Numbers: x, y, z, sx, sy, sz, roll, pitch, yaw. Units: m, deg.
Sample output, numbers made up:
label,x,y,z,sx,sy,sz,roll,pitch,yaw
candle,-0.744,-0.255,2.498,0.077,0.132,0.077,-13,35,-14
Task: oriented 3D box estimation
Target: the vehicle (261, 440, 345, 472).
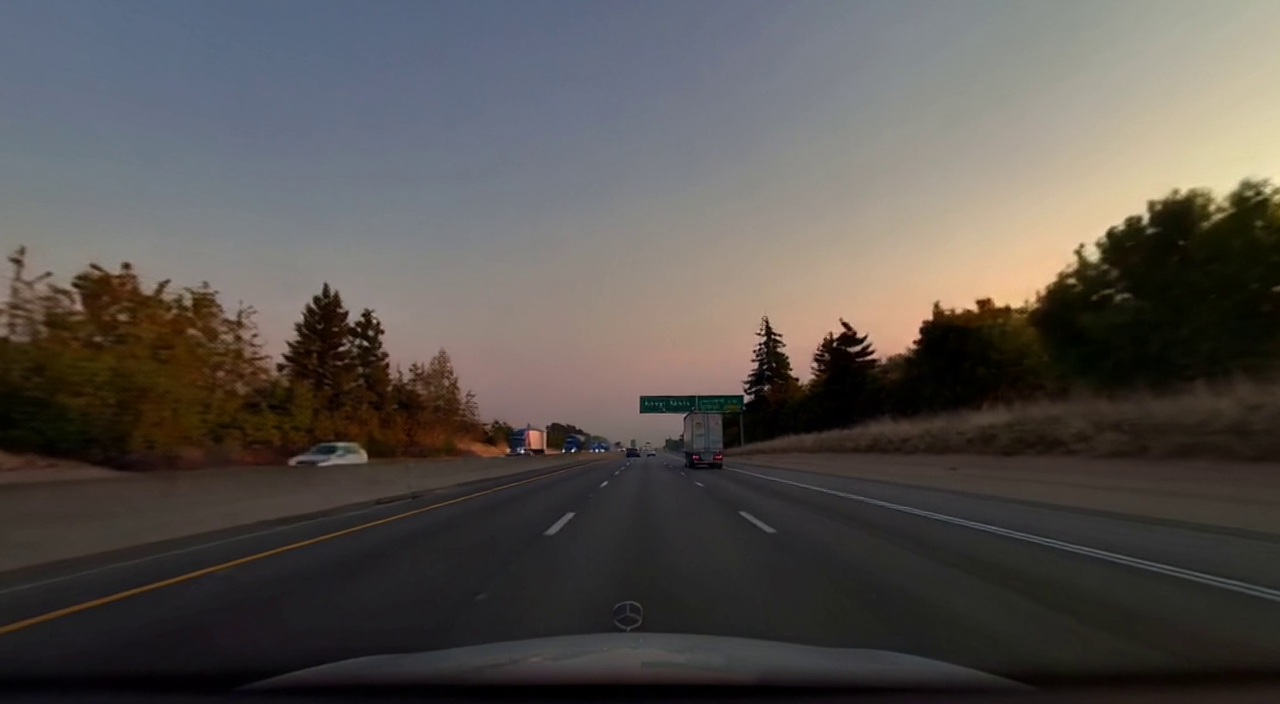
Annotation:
label,x,y,z,sx,sy,sz,roll,pitch,yaw
vehicle,-17.502,5.418,33.003,1.874,1.526,4.423,0,-9,1
